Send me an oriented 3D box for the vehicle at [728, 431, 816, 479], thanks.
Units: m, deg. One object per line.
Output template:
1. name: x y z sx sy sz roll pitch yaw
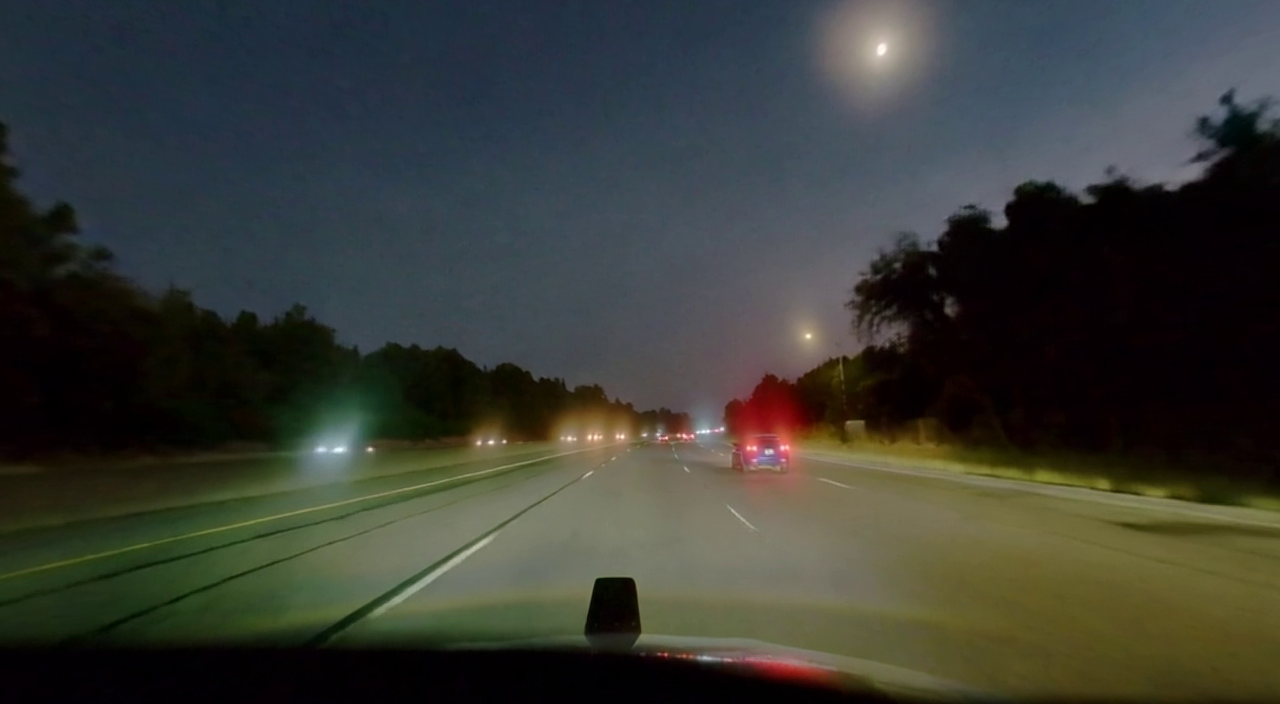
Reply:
1. vehicle: 4.312 3.430 21.308 1.982 1.452 4.294 0 -8 -1

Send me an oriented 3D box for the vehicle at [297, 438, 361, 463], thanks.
1. vehicle: -19.631 6.192 39.850 1.882 1.495 4.059 0 -8 2
